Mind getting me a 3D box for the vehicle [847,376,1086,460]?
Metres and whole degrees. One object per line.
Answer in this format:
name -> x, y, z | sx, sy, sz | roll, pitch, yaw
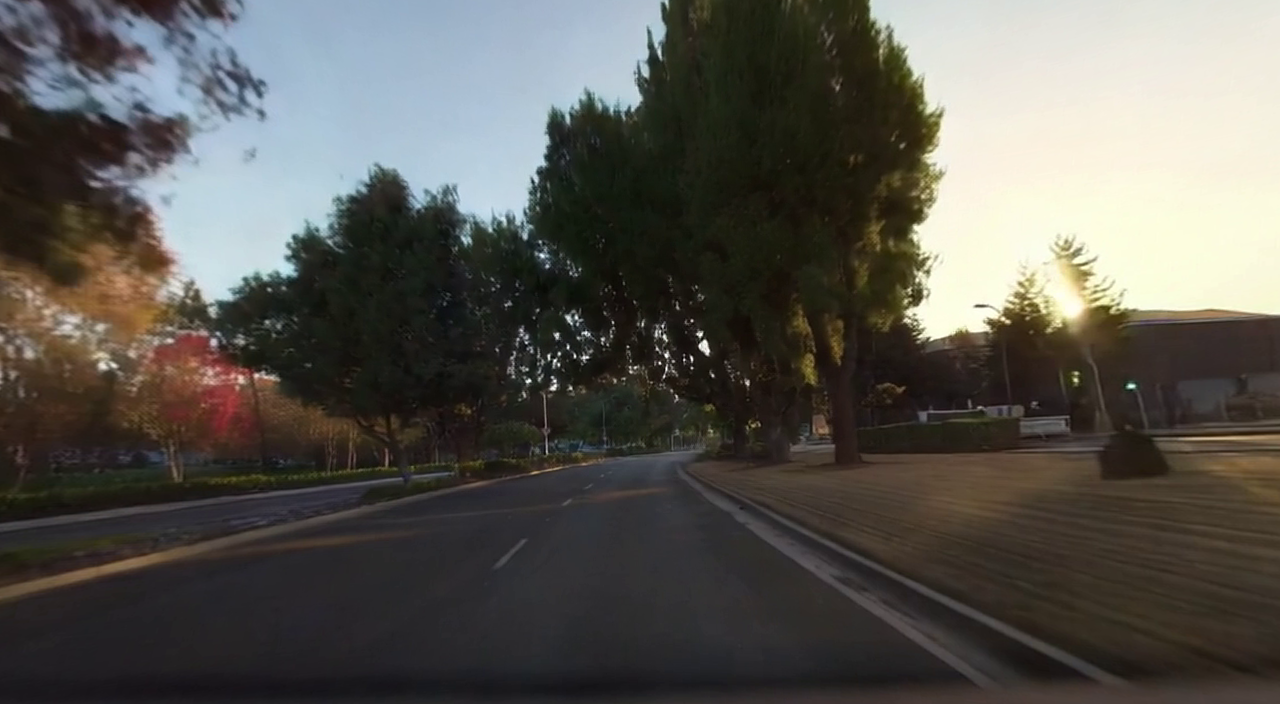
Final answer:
vehicle -> 18.901, 4.755, 40.333 | 3.411, 3.967, 20.452 | 0, -9, -3
